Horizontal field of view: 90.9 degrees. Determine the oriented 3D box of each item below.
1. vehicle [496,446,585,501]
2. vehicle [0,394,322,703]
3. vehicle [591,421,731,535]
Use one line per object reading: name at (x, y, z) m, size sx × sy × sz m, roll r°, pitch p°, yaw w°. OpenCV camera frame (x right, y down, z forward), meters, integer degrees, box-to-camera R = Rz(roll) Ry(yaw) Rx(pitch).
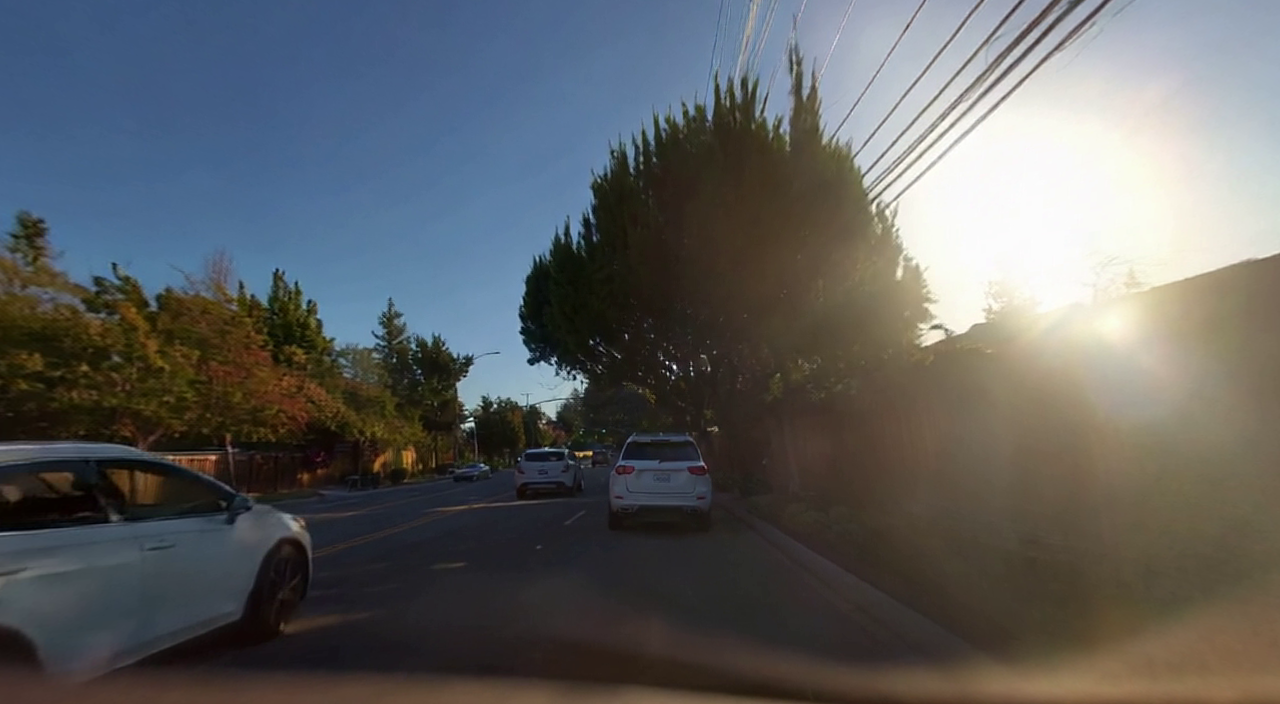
vehicle at (-2.920, 3.645, 19.408) m, size 1.979 × 1.489 × 4.006 m, roll 0°, pitch -8°, yaw 1°
vehicle at (-3.398, 0.977, 2.483) m, size 2.033 × 1.574 × 4.132 m, roll 0°, pitch -8°, yaw 1°
vehicle at (0.351, 2.277, 11.949) m, size 2.174 × 1.749 × 4.113 m, roll 0°, pitch -8°, yaw 1°
